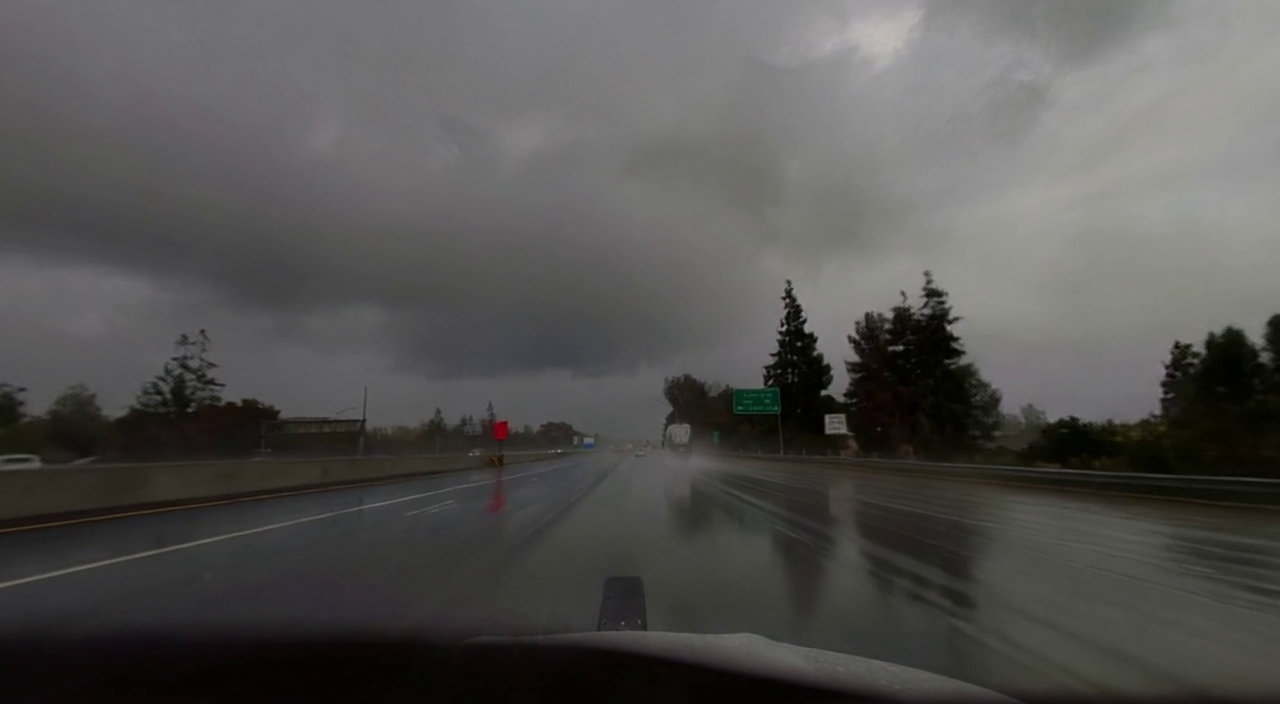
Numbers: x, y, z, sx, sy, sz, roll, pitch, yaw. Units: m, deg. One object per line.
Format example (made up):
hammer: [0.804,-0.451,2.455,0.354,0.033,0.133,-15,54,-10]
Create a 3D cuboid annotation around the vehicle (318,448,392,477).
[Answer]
vehicle: [-15.642,6.075,34.911,1.903,1.486,4.666,0,-9,1]
